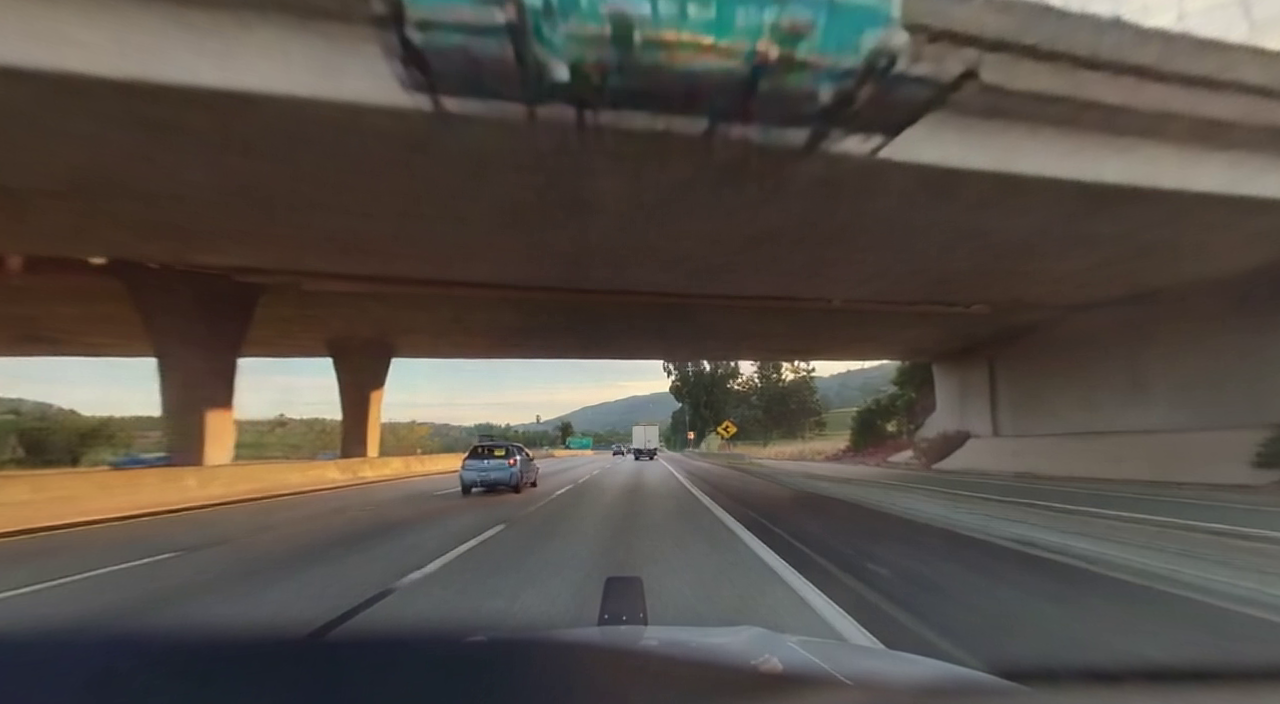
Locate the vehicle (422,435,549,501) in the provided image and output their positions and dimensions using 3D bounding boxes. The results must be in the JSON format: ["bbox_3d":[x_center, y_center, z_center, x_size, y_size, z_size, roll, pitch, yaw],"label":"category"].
[{"bbox_3d":[-4.141,3.222,17.941,2.235,1.593,5.077,0,-9,1],"label":"vehicle"}]
